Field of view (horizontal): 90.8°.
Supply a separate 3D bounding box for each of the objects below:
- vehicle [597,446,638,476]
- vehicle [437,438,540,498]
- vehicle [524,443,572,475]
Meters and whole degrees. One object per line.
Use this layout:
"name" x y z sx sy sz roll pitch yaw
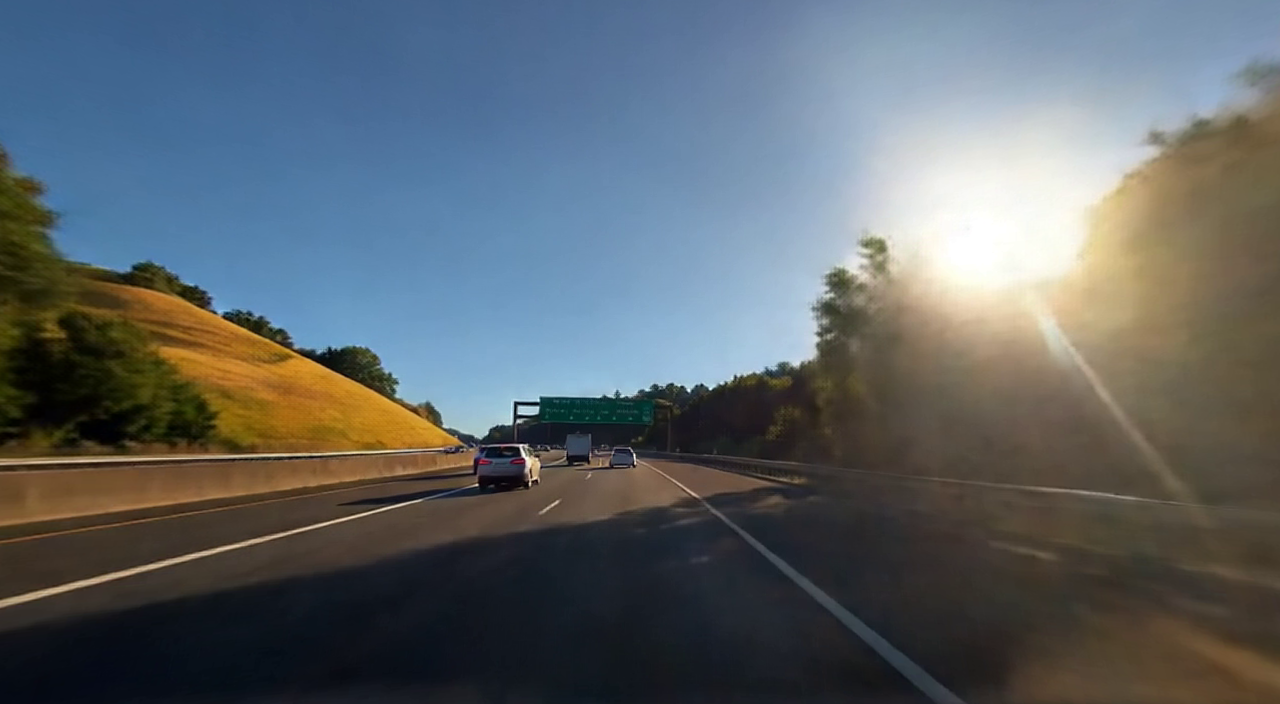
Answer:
"vehicle" -1.184 5.587 32.581 1.988 1.440 4.201 0 -9 -2
"vehicle" -4.523 3.537 19.587 2.208 1.619 4.162 0 -9 -1
"vehicle" -5.001 5.842 34.686 2.118 1.624 4.032 0 -9 -1
